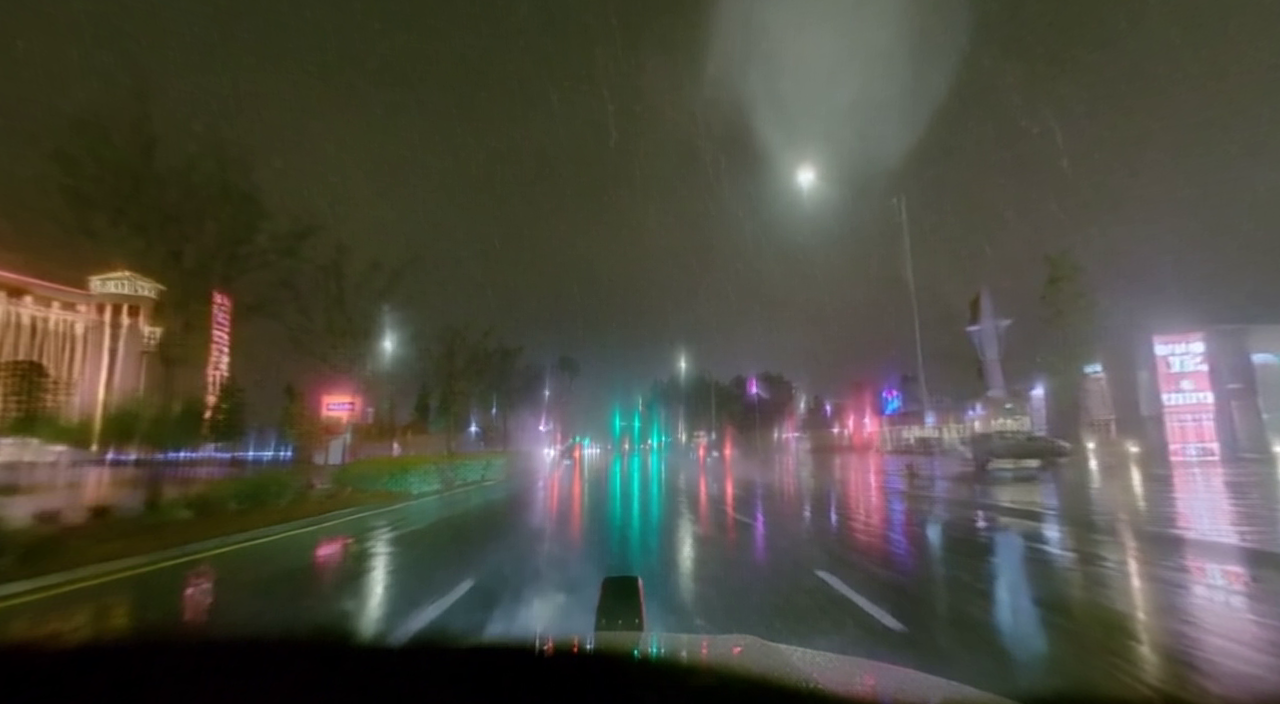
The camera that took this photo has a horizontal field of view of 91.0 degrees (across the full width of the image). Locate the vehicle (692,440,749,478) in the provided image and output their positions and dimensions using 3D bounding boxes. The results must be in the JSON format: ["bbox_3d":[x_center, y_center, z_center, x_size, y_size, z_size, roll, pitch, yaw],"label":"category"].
[{"bbox_3d":[3.899,5.263,31.282,2.083,1.743,4.354,0,-9,-2],"label":"vehicle"}]

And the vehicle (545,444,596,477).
[{"bbox_3d":[-3.316,5.245,30.702,2.005,1.477,4.169,0,-9,0],"label":"vehicle"}]
